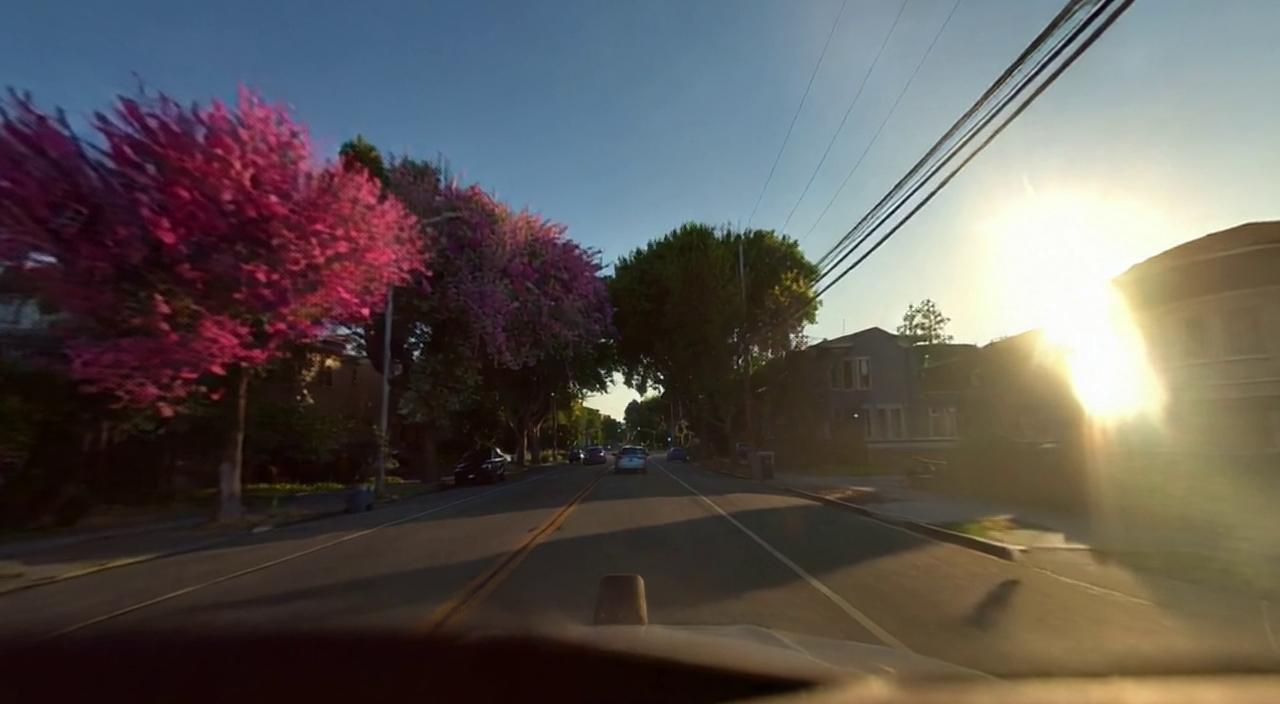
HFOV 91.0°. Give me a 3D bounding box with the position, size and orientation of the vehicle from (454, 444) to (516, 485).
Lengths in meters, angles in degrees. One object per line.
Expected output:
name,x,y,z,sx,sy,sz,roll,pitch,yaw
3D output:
vehicle,-7.718,5.671,31.764,2.022,1.795,4.337,-3,-10,0

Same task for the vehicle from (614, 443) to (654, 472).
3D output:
vehicle,-0.354,5.784,34.764,2.104,1.500,3.815,0,-8,-1
